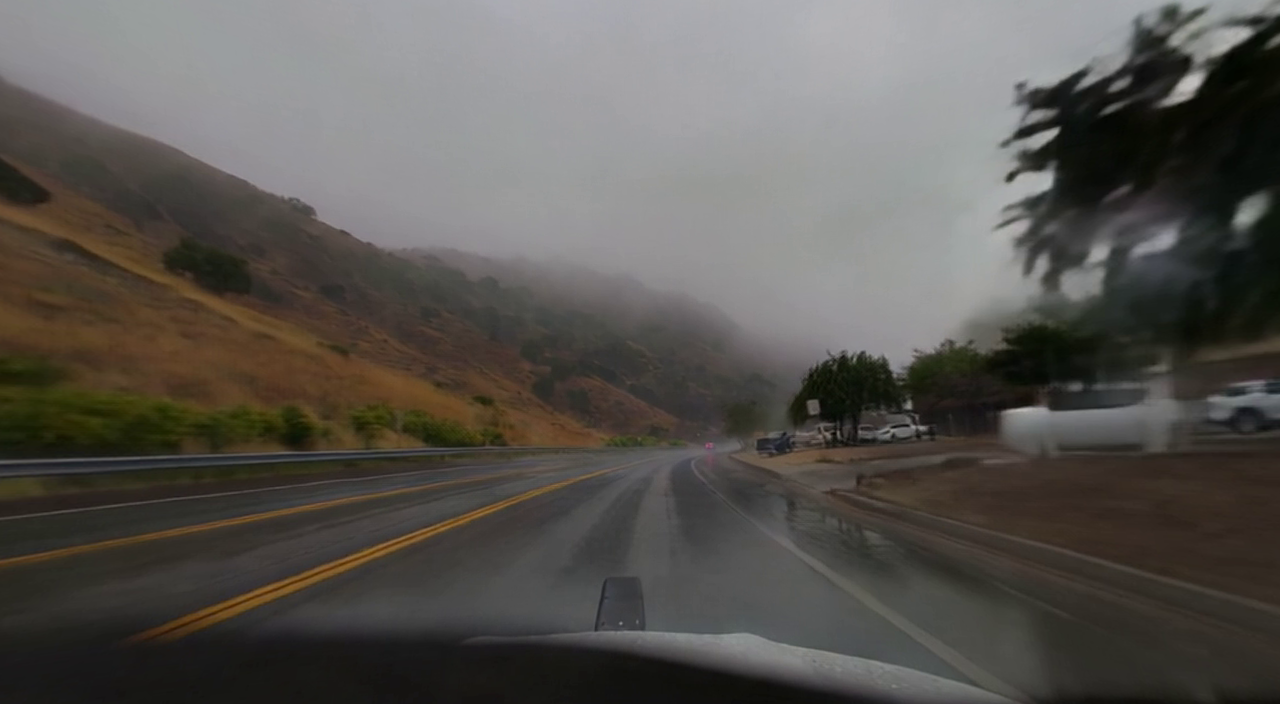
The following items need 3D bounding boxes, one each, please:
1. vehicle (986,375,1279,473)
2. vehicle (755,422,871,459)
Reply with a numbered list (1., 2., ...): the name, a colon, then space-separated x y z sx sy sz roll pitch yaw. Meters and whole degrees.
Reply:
1. vehicle: 9.465 1.527 12.694 2.103 1.447 4.727 -4 -9 -3
2. vehicle: 9.860 5.165 36.613 2.216 1.887 6.388 4 -11 -35
